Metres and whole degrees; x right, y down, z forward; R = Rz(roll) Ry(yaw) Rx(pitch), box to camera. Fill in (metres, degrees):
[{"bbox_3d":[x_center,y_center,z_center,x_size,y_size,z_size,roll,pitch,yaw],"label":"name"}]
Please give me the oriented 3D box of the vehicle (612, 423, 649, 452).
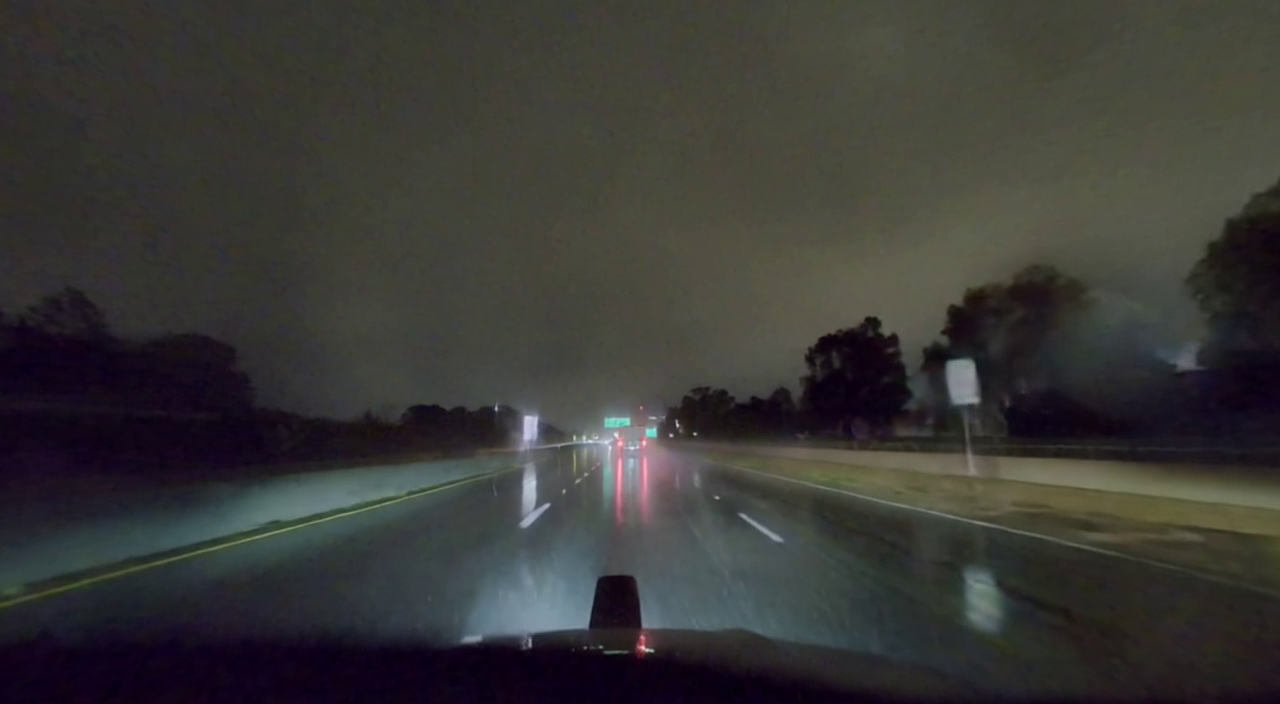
[{"bbox_3d":[-0.662,5.283,38.832,2.157,1.647,4.524,0,-8,-3],"label":"vehicle"}]
